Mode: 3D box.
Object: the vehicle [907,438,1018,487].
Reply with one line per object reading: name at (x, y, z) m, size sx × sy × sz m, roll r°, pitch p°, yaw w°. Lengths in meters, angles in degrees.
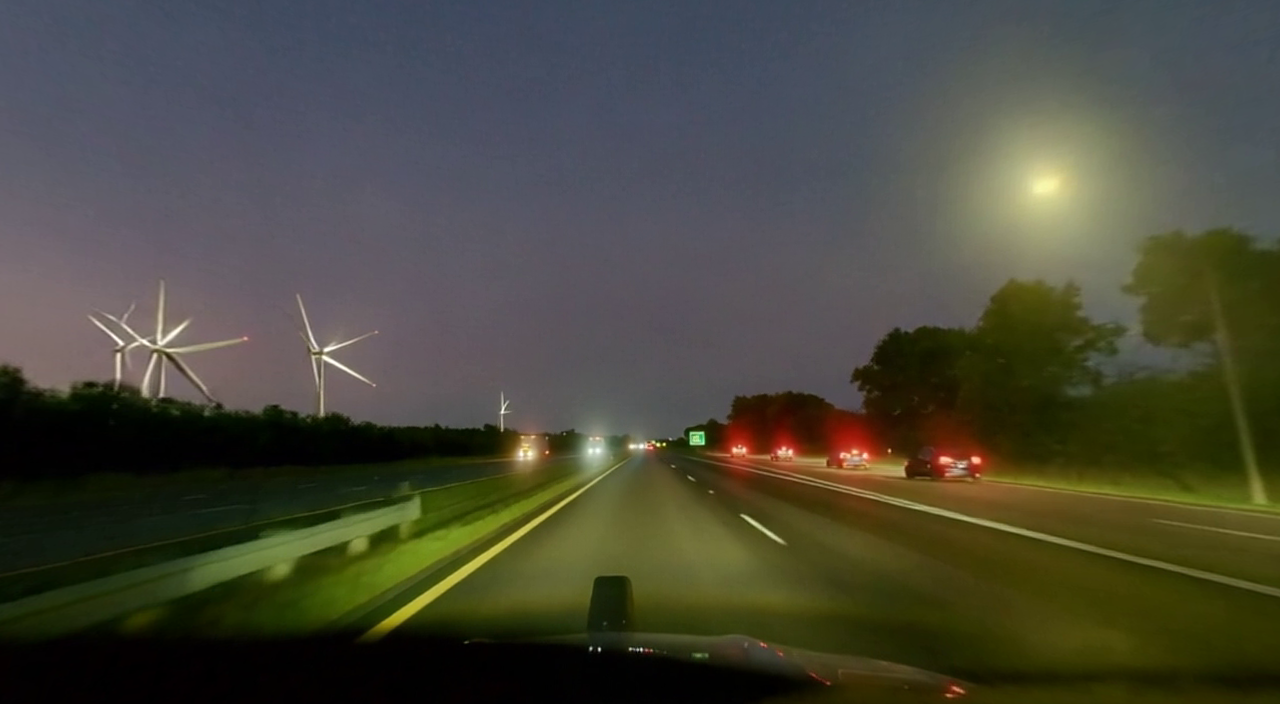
vehicle at (12.325, 4.243, 24.501) m, size 1.897 × 1.669 × 4.825 m, roll 0°, pitch -9°, yaw 2°
